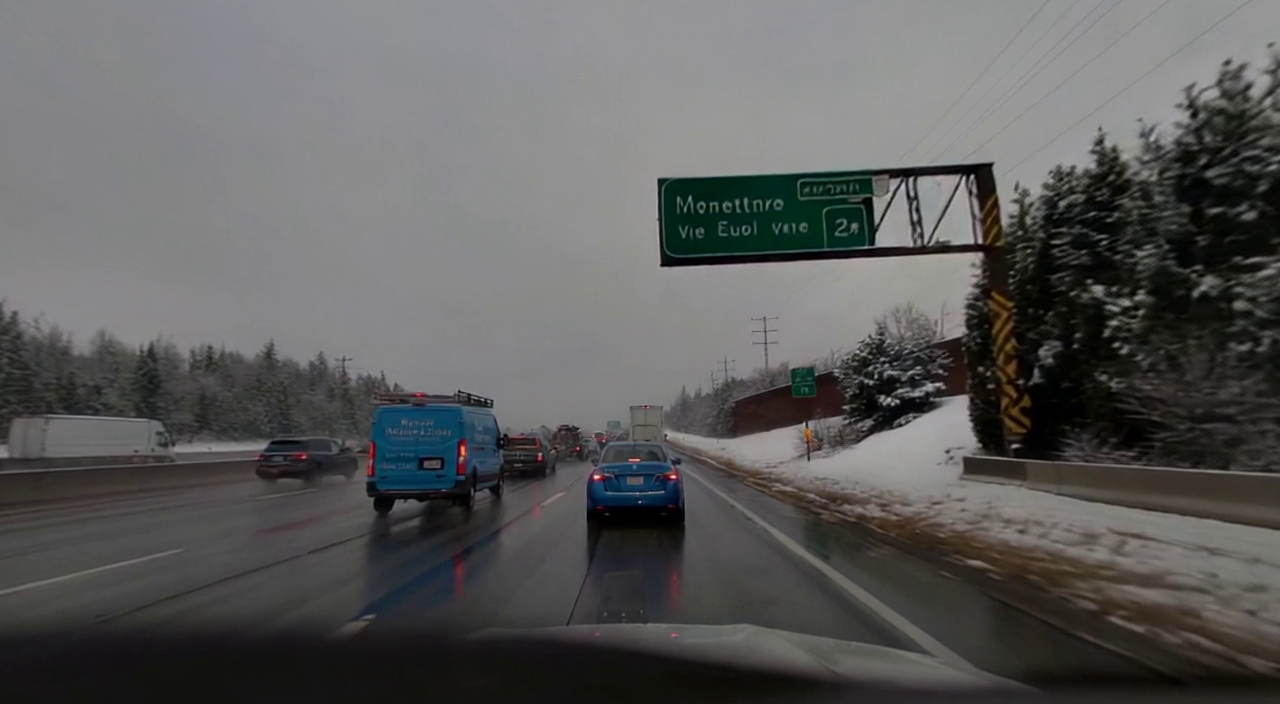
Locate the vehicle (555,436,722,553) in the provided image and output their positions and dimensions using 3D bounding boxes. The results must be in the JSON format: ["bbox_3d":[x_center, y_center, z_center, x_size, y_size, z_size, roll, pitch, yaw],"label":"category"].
[{"bbox_3d":[-0.023,2.067,9.863,2.054,1.421,4.090,0,-8,0],"label":"vehicle"}]

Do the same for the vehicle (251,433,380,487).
[{"bbox_3d":[-11.415,3.829,22.582,2.000,1.695,4.806,0,-8,1],"label":"vehicle"}]

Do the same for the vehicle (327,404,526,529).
[{"bbox_3d":[-3.784,2.140,12.220,2.142,1.952,4.556,0,-8,1],"label":"vehicle"}]

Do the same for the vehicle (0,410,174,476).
[{"bbox_3d":[-37.389,6.082,41.973,2.933,3.731,11.455,-1,-8,4],"label":"vehicle"}]
